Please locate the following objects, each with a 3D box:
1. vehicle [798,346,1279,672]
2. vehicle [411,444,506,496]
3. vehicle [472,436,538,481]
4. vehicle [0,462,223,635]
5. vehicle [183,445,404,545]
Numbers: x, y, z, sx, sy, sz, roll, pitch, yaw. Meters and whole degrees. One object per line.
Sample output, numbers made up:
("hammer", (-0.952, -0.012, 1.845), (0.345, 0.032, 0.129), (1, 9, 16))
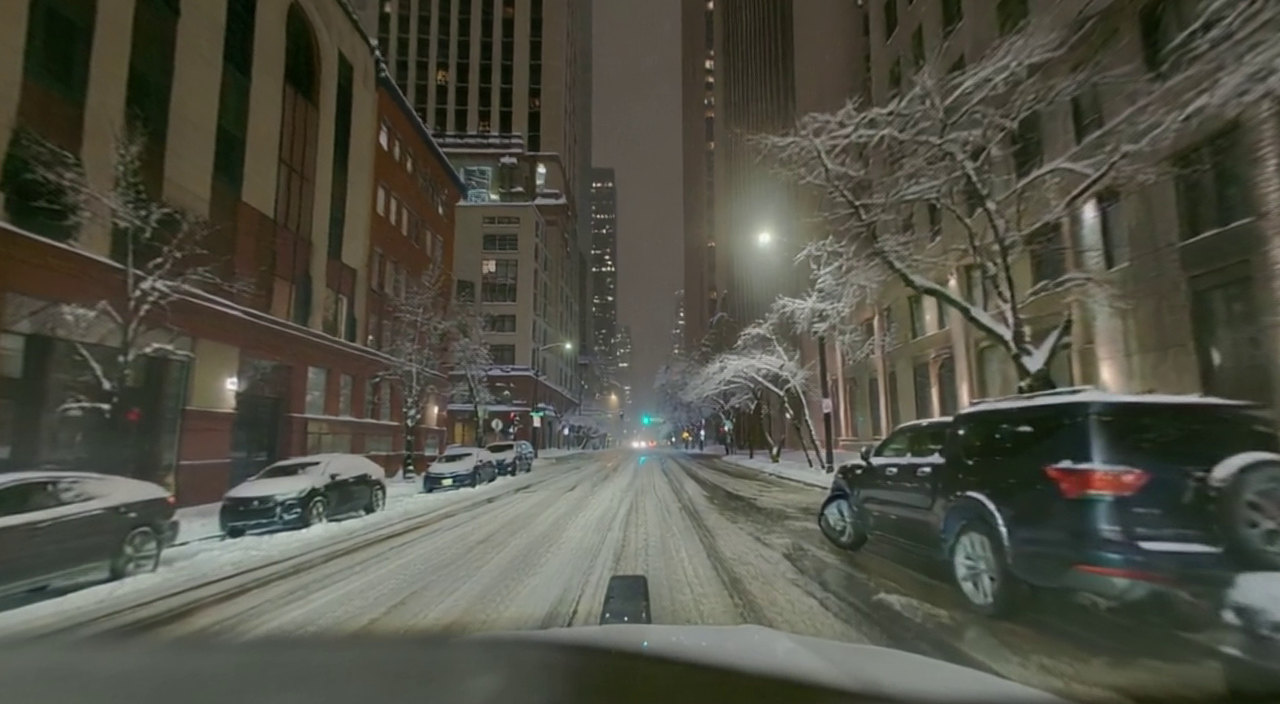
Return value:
("vehicle", (3.898, 1.361, 6.971), (2.568, 2.001, 5.999), (0, -8, -2))
("vehicle", (-6.596, 4.306, 23.518), (2.270, 1.539, 4.855), (-3, -8, -2))
("vehicle", (-6.404, 5.070, 30.490), (2.273, 1.871, 4.920), (-3, -8, -2))
("vehicle", (-6.891, 2.023, 6.540), (1.889, 1.451, 5.013), (-3, -8, -2))
("vehicle", (-6.695, 2.747, 12.930), (2.110, 1.498, 4.555), (-3, -8, -2))
